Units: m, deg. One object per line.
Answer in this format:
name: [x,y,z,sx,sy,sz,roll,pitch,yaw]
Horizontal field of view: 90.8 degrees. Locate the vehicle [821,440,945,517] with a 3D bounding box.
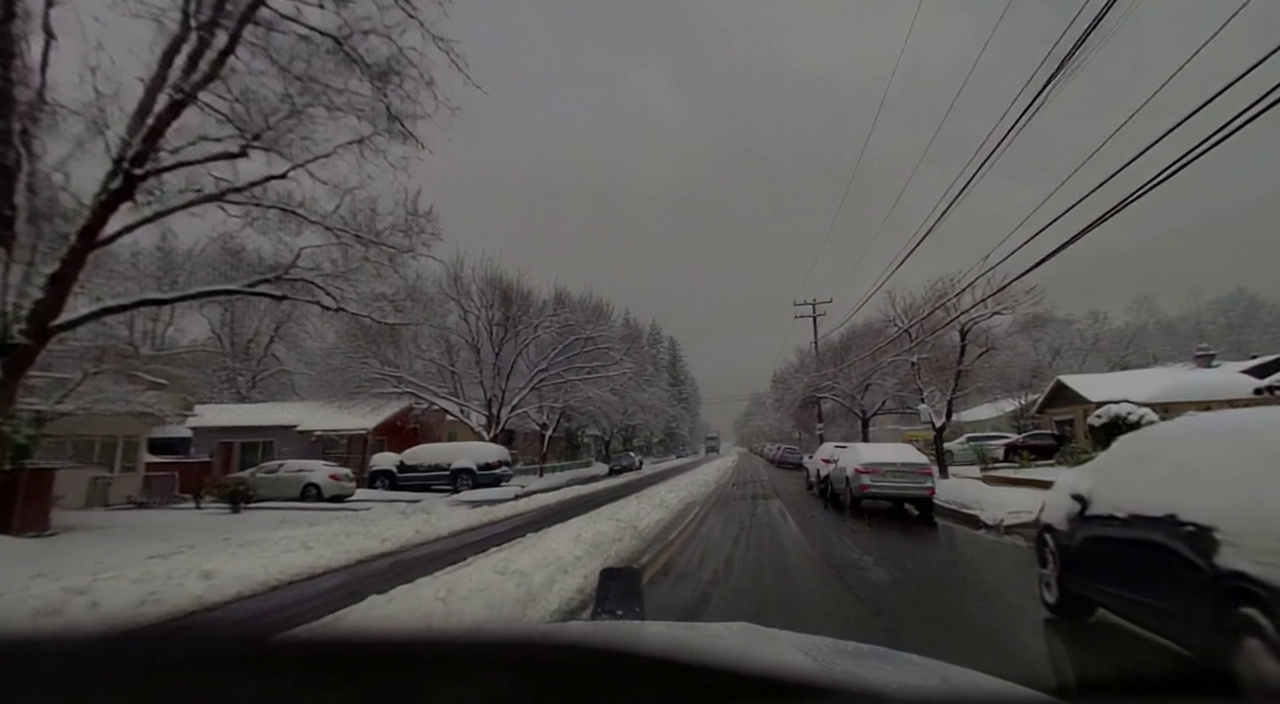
vehicle: [5.233,2.735,14.133,1.845,1.453,3.792,-2,-9,10]

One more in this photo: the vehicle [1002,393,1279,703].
vehicle: [3.623,1.094,3.360,1.908,1.572,3.105,-2,-9,10]

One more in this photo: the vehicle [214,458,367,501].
vehicle: [-12.340,4.505,22.460,4.481,1.420,1.712,-1,-9,6]

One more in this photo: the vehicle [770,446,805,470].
vehicle: [9.472,6.810,40.740,1.743,1.440,3.732,-1,-9,7]

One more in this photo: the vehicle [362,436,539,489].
vehicle: [-7.661,4.496,25.908,6.488,2.009,2.354,-2,-9,9]

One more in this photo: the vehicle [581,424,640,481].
vehicle: [-1.541,5.638,35.655,2.199,2.902,5.848,-2,-9,9]
